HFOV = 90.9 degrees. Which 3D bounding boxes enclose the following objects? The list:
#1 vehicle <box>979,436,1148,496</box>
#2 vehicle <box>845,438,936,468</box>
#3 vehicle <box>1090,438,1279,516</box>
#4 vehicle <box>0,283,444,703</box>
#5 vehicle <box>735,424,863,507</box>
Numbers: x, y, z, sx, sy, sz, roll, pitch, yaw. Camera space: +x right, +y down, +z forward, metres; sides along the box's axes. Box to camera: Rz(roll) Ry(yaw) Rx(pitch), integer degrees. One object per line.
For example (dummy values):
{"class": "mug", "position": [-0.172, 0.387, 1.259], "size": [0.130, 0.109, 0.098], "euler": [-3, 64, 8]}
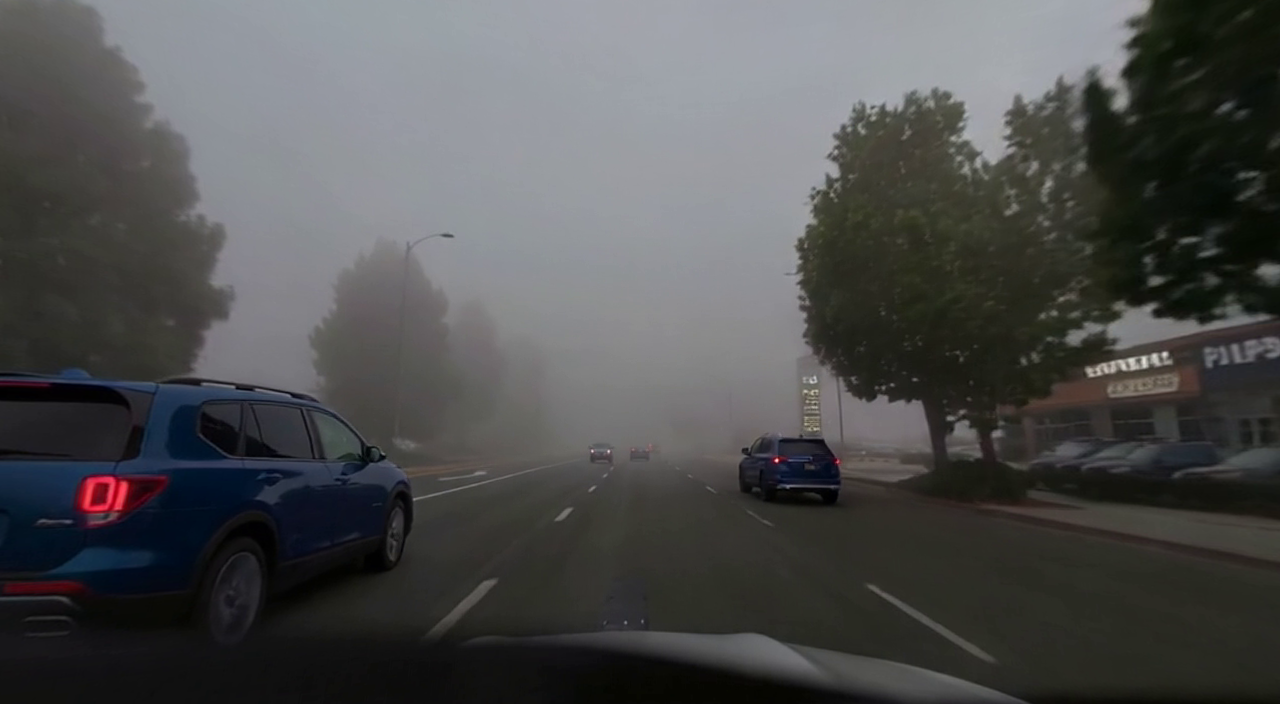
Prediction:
{"class": "vehicle", "position": [13.351, 3.597, 20.406], "size": [1.880, 1.671, 5.180], "euler": [0, -8, 0]}
{"class": "vehicle", "position": [15.146, 6.110, 38.255], "size": [4.647, 1.725, 1.991], "euler": [0, -8, 1]}
{"class": "vehicle", "position": [13.350, 2.839, 14.987], "size": [1.845, 1.497, 4.709], "euler": [-2, -8, 1]}
{"class": "vehicle", "position": [-3.399, 1.009, 4.881], "size": [2.210, 1.925, 4.838], "euler": [0, -8, 0]}
{"class": "vehicle", "position": [3.823, 2.819, 16.079], "size": [2.024, 1.773, 4.431], "euler": [1, -8, -1]}
